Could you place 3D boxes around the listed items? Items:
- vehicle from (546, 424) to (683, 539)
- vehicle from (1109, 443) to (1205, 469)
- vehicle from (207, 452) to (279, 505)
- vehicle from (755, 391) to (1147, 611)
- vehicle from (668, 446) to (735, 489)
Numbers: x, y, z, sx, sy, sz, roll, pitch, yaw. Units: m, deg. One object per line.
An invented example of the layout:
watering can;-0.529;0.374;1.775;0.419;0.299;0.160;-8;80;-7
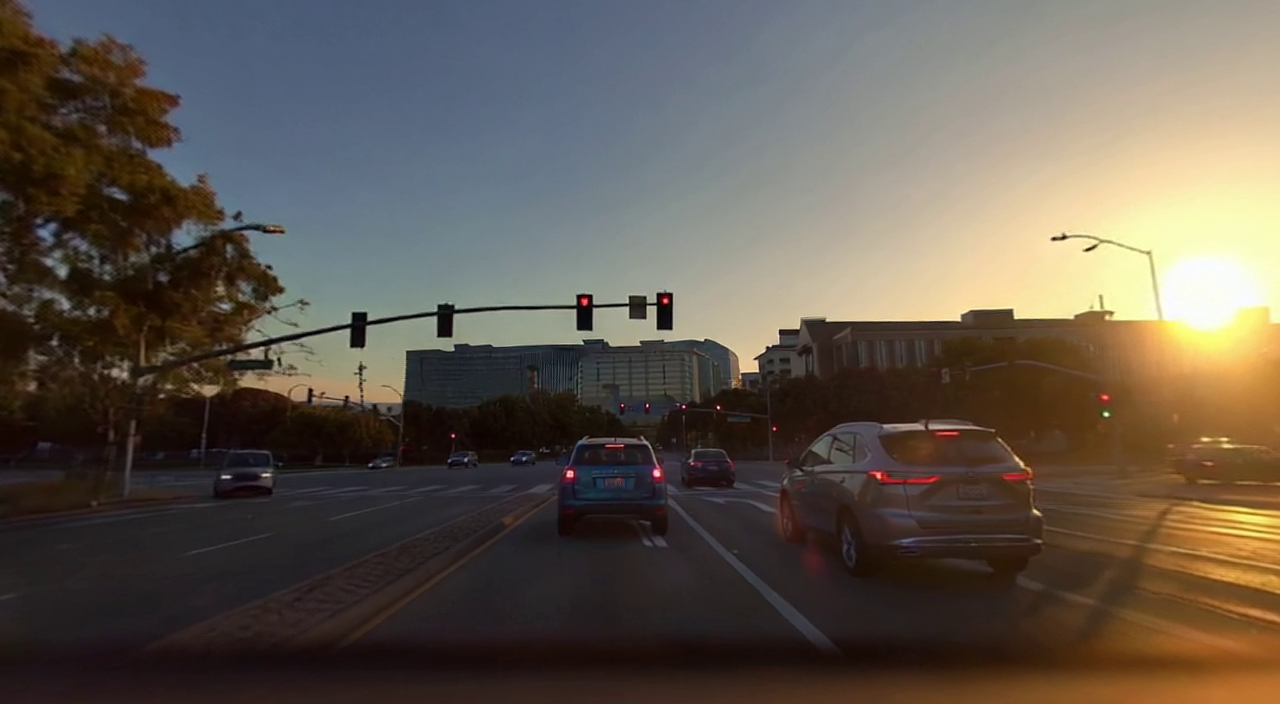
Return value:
vehicle;-0.437;2.254;11.575;2.039;1.698;4.144;0;-9;-2
vehicle;34.265;6.905;41.973;4.498;1.710;1.925;-1;-9;4
vehicle;-15.577;4.842;24.733;2.060;1.771;4.802;5;-10;-33
vehicle;2.995;1.554;7.492;2.228;1.798;4.370;0;-9;-3
vehicle;2.228;4.310;23.987;1.900;1.459;4.260;0;-9;-3
